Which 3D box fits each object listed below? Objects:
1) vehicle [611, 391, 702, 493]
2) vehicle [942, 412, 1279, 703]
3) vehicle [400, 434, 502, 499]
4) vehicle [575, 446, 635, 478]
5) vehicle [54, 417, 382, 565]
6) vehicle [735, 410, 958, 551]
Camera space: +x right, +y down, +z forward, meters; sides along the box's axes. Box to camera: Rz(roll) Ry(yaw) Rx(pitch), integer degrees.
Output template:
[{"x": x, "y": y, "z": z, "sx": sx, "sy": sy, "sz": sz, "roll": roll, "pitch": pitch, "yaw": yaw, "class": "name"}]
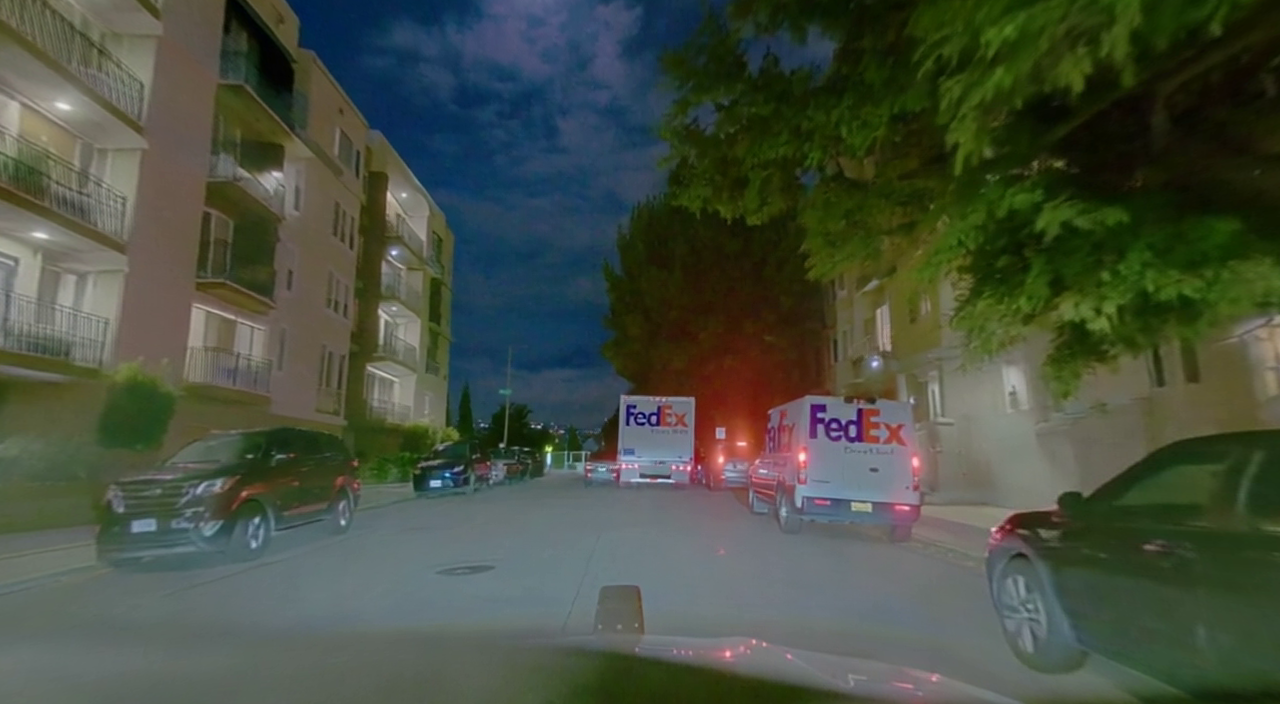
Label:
[{"x": 0.417, "y": 3.489, "z": 24.502, "sx": 2.930, "sy": 3.275, "sz": 8.180, "roll": 0, "pitch": -8, "yaw": -1, "class": "vehicle"}, {"x": 3.390, "y": 1.052, "z": 2.858, "sx": 1.877, "sy": 1.500, "sz": 4.407, "roll": 0, "pitch": -8, "yaw": 0, "class": "vehicle"}, {"x": -6.084, "y": 3.725, "z": 20.973, "sx": 2.020, "sy": 1.867, "sz": 4.654, "roll": 0, "pitch": -8, "yaw": -1, "class": "vehicle"}, {"x": -1.690, "y": 5.516, "z": 32.004, "sx": 1.981, "sy": 1.500, "sz": 3.992, "roll": -2, "pitch": -9, "yaw": 13, "class": "vehicle"}, {"x": -5.968, "y": 1.996, "z": 9.796, "sx": 2.089, "sy": 1.757, "sz": 4.256, "roll": 0, "pitch": -8, "yaw": 0, "class": "vehicle"}, {"x": 3.376, "y": 2.249, "z": 11.893, "sx": 2.221, "sy": 1.991, "sz": 5.564, "roll": 0, "pitch": -8, "yaw": -1, "class": "vehicle"}]
